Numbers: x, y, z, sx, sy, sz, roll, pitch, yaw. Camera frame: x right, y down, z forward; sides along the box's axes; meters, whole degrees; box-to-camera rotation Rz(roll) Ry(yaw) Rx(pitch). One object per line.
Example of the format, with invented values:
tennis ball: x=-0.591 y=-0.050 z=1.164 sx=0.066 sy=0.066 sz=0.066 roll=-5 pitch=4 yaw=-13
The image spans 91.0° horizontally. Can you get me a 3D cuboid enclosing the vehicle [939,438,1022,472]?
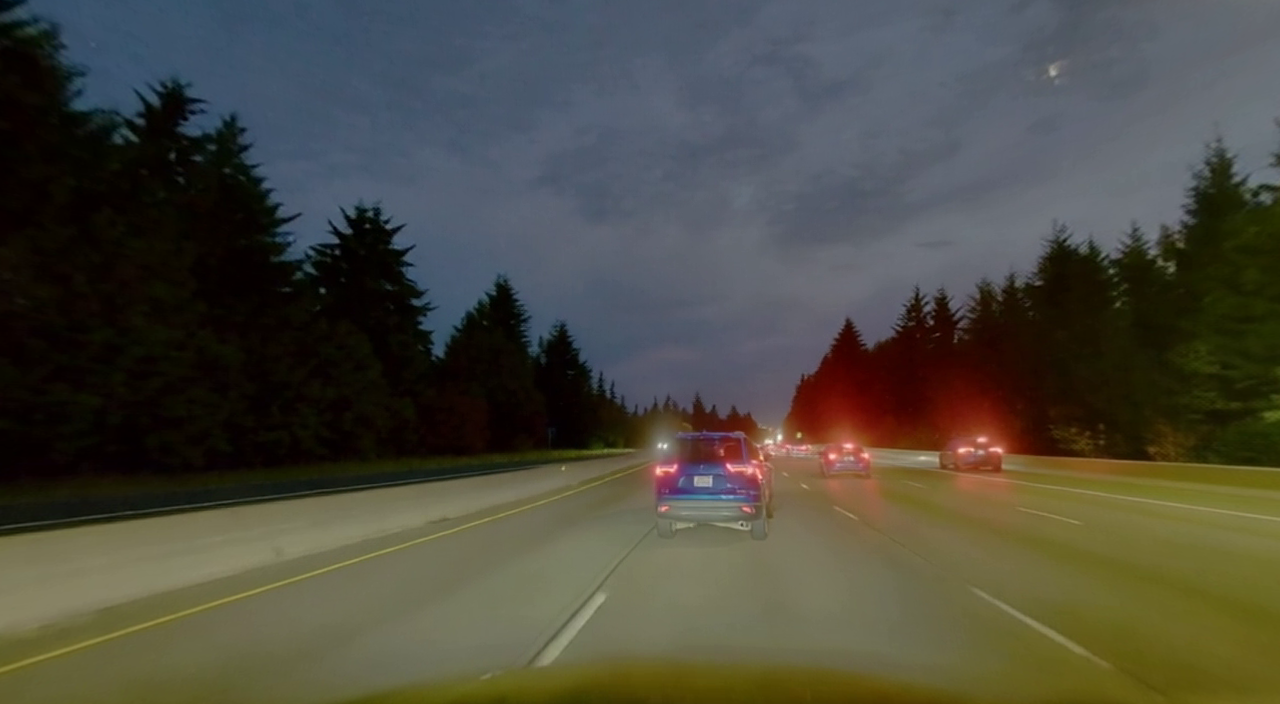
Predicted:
vehicle: x=15.924 y=4.818 z=29.742 sx=1.990 sy=1.478 sz=4.475 roll=-1 pitch=-8 yaw=9

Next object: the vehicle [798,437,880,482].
vehicle: x=7.078 y=3.860 z=22.918 sx=1.962 sy=1.442 sz=4.536 roll=-1 pitch=-8 yaw=6

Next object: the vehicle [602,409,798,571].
vehicle: x=0.921 y=1.713 z=8.626 sx=2.021 sy=1.635 sz=4.085 roll=-1 pitch=-8 yaw=9
